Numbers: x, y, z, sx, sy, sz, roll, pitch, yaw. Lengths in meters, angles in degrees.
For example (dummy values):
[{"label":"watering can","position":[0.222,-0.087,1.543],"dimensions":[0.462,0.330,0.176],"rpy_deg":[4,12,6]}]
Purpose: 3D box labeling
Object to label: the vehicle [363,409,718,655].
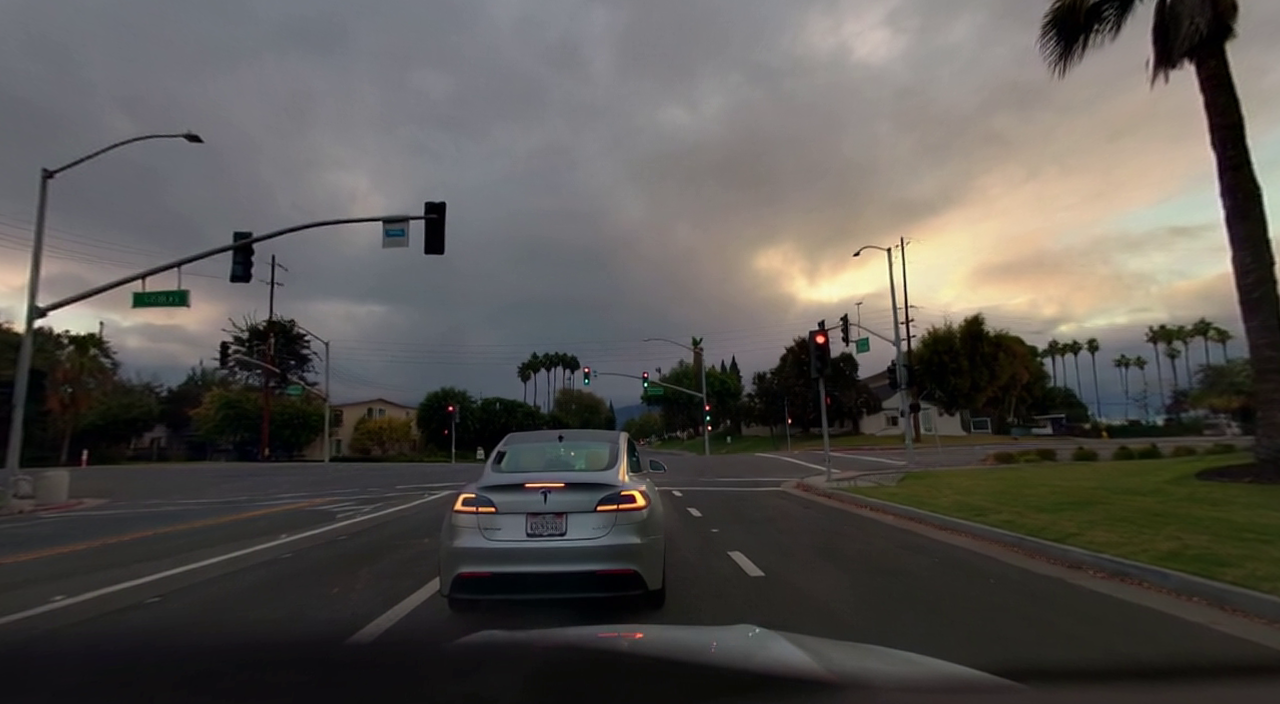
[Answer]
[{"label":"vehicle","position":[-0.625,1.412,6.039],"dimensions":[2.152,1.478,4.229],"rpy_deg":[0,-8,-1]}]
